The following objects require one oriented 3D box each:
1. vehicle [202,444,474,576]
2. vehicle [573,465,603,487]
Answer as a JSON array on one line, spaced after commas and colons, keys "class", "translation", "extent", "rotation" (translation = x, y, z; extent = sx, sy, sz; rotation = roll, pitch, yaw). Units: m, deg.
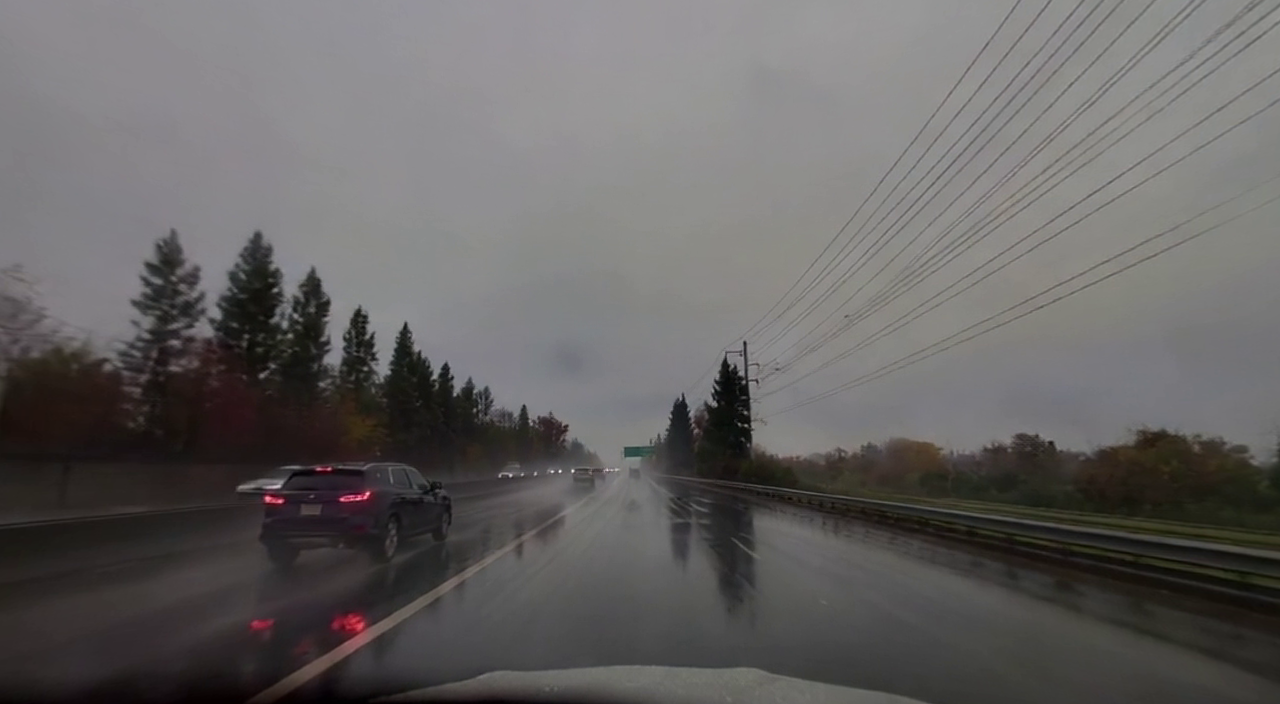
[{"class": "vehicle", "translation": [-4.110, 2.250, 9.569], "extent": [1.963, 1.501, 4.227], "rotation": [1, -10, 1]}, {"class": "vehicle", "translation": [-3.697, 8.944, 45.576], "extent": [1.884, 1.486, 3.934], "rotation": [1, -11, -1]}]
